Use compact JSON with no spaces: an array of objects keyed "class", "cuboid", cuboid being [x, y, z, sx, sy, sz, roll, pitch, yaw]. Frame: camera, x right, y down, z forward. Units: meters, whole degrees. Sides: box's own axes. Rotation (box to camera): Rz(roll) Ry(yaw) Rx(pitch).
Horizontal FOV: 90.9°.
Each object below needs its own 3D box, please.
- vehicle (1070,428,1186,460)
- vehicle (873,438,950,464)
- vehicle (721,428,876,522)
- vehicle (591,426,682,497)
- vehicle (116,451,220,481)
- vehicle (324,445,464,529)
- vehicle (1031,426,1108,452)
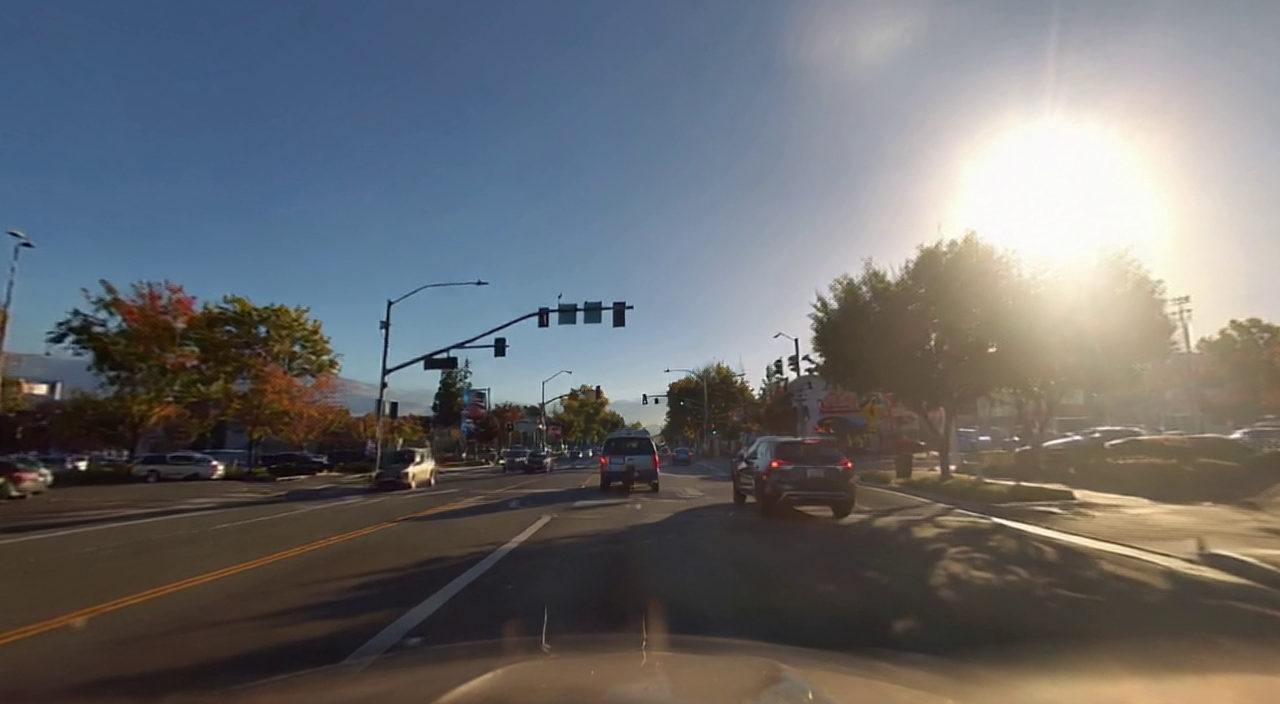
[{"class":"vehicle","cuboid":[24.382,4.615,31.673,4.092,1.496,1.889,-3,-9,20]},{"class":"vehicle","cuboid":[16.538,6.022,38.487,3.880,1.538,1.862,1,-8,-8]},{"class":"vehicle","cuboid":[3.350,2.701,14.476,2.276,1.787,4.630,0,-8,-1]},{"class":"vehicle","cuboid":[-0.121,3.596,21.201,2.638,2.065,5.313,0,-8,0]},{"class":"vehicle","cuboid":[-27.410,6.630,36.707,4.458,1.608,2.051,-1,-8,2]},{"class":"vehicle","cuboid":[-5.749,2.916,14.387,1.975,1.570,4.456,5,-10,-34]},{"class":"vehicle","cuboid":[30.678,6.287,45.216,2.231,1.749,4.411,0,-8,-2]}]
